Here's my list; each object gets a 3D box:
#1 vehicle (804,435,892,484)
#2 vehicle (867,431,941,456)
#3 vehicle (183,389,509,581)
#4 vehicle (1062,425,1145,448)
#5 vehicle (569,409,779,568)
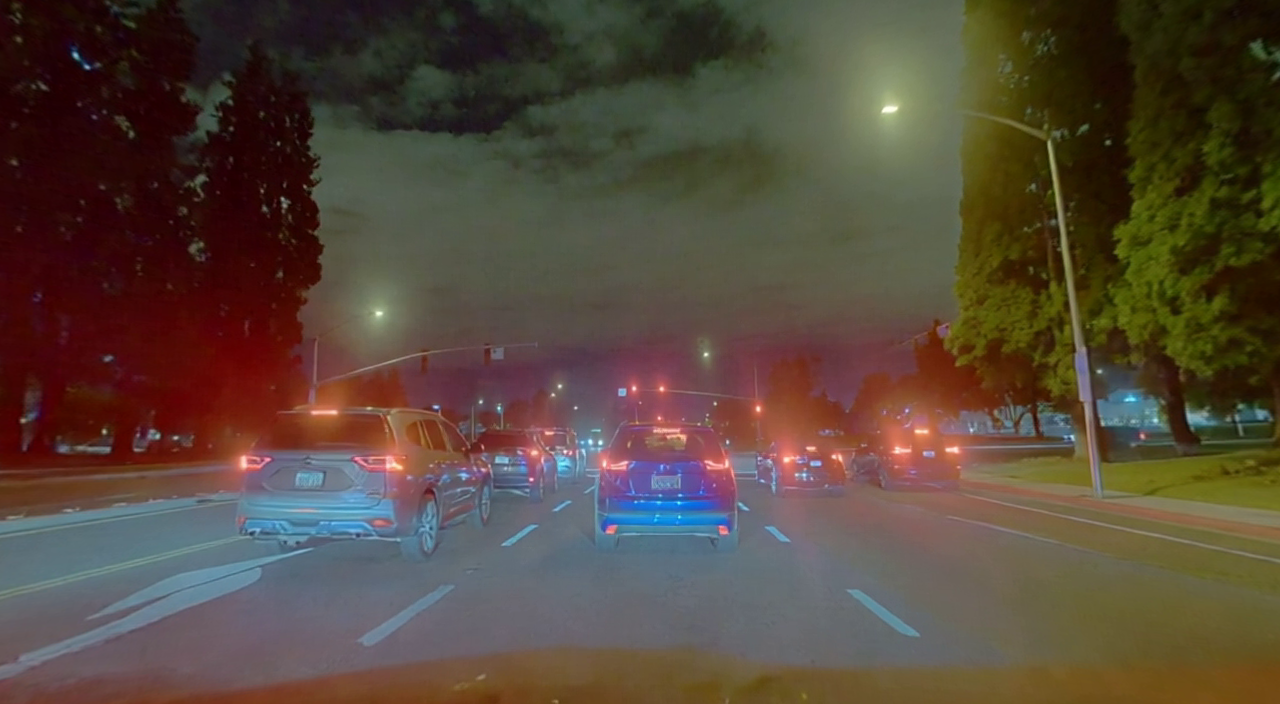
[{"bbox_3d":[7.434,3.859,22.942,2.067,1.599,4.251,-1,-8,5],"label":"vehicle"},{"bbox_3d":[18.714,6.497,44.708,4.629,1.687,1.824,-4,-9,24],"label":"vehicle"},{"bbox_3d":[-3.256,1.589,8.237,2.085,1.812,4.388,0,-8,1],"label":"vehicle"},{"bbox_3d":[33.753,6.210,45.968,4.632,1.580,1.801,-5,-10,31],"label":"vehicle"},{"bbox_3d":[0.382,1.747,8.772,2.189,1.649,4.171,0,-8,1],"label":"vehicle"}]
